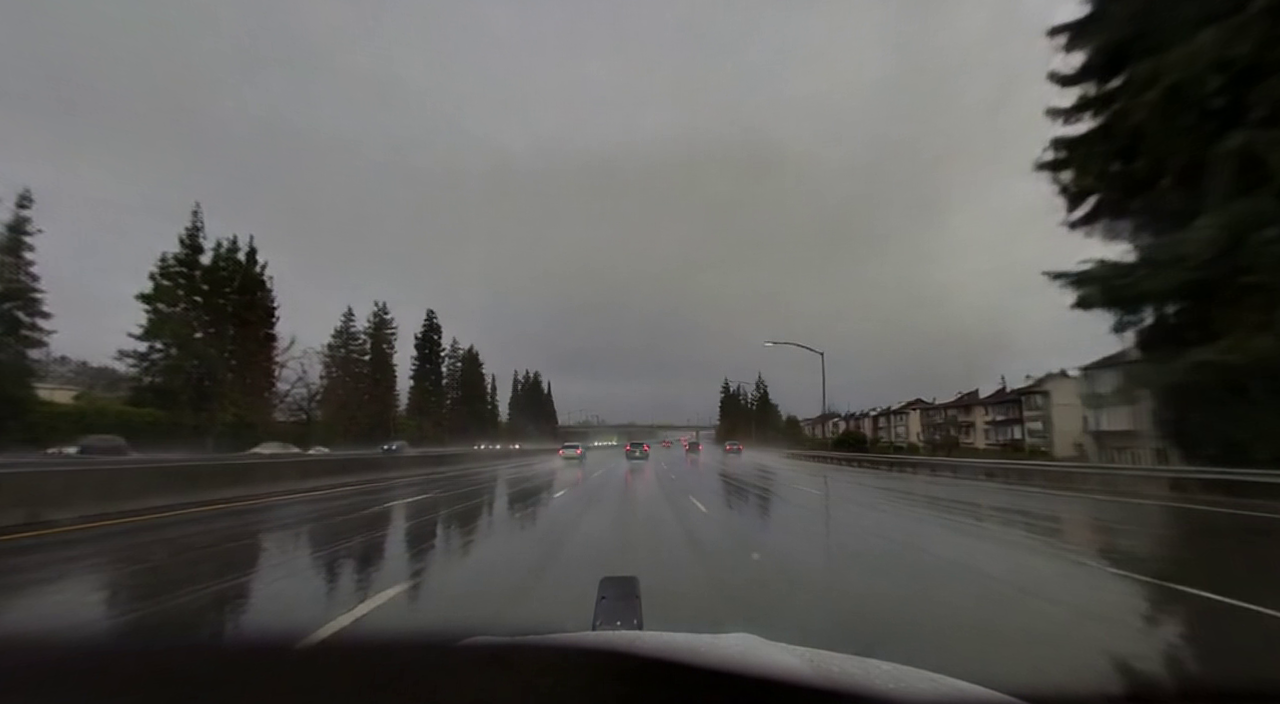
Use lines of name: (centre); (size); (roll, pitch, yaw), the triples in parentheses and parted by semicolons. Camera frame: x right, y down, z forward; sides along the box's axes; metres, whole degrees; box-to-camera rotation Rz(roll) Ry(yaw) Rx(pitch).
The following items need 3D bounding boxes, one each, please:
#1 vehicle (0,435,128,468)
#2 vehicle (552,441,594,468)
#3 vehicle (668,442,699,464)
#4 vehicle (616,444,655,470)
vehicle: (-34.984, 6.064, 38.660); (2.752, 1.885, 5.571); (0, -9, 0)
vehicle: (-4.462, 6.909, 42.766); (2.260, 1.706, 4.177); (0, -9, 1)
vehicle: (3.312, 7.770, 48.857); (2.084, 1.624, 3.935); (0, -9, -1)
vehicle: (-0.269, 6.261, 37.899); (2.146, 1.485, 4.332); (0, -9, 0)
